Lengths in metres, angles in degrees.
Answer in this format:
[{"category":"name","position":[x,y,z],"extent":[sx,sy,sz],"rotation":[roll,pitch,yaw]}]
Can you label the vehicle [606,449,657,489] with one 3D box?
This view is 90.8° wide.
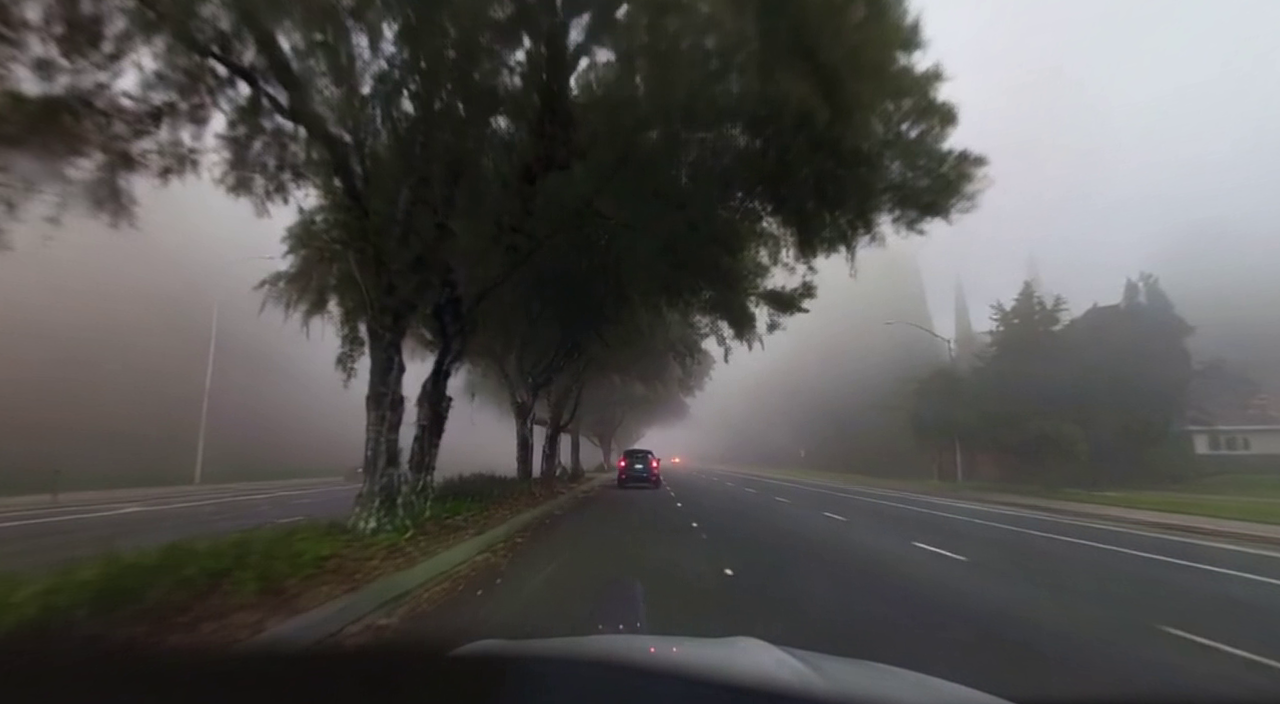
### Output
[{"category":"vehicle","position":[-0.295,5.107,27.963],"extent":[2.093,1.591,4.247],"rotation":[0,-9,1]}]
